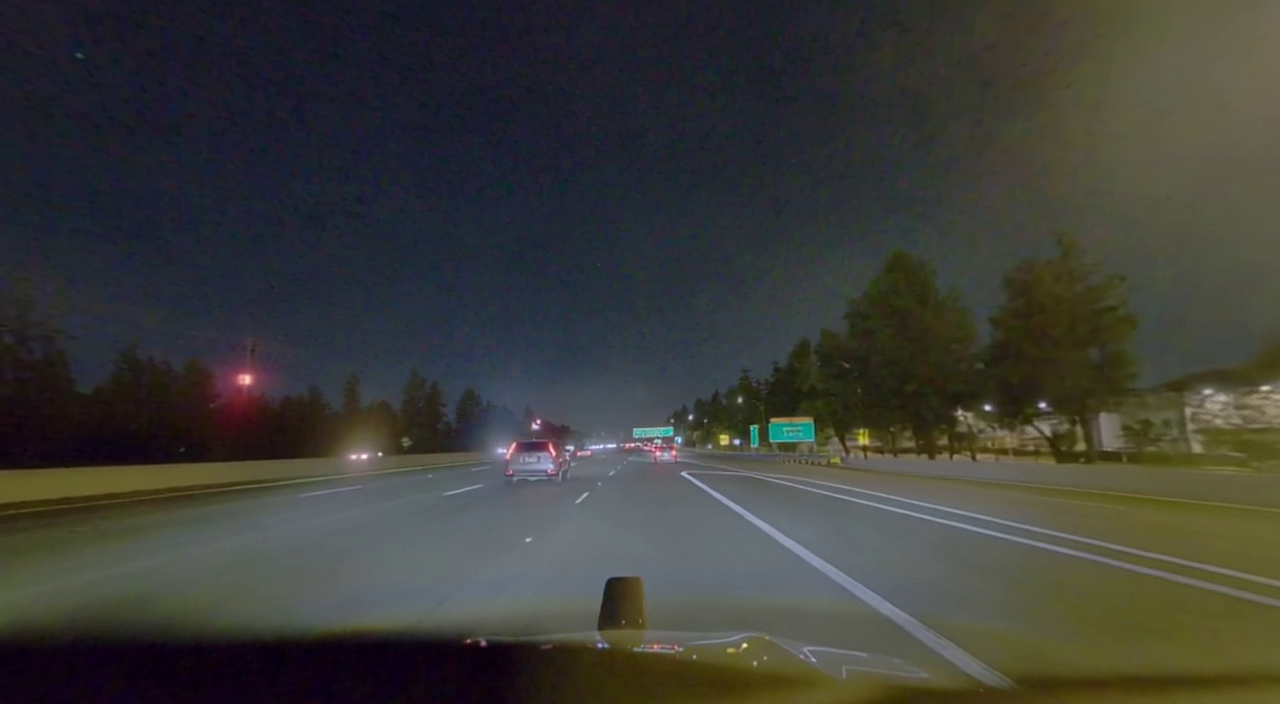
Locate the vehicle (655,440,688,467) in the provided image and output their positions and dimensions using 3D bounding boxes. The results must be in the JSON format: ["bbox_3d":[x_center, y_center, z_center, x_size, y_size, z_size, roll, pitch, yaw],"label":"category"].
[{"bbox_3d":[1.991,6.532,40.714,2.023,1.589,4.030,-1,-8,1],"label":"vehicle"}]

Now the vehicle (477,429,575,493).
[{"bbox_3d":[-3.441,3.405,19.988,2.214,1.759,4.435,-1,-8,1],"label":"vehicle"}]
